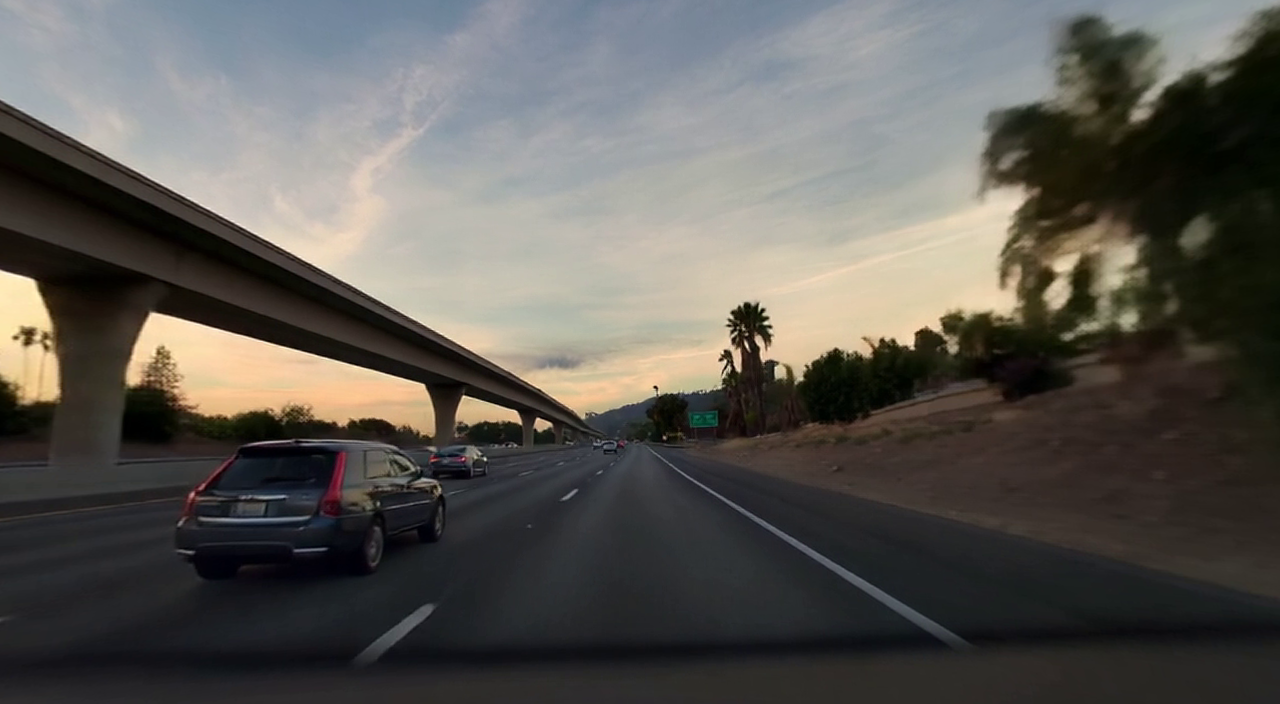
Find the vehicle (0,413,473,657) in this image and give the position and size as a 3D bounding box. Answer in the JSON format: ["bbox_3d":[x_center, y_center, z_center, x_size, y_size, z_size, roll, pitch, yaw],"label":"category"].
[{"bbox_3d":[-3.302,1.490,6.336,1.978,1.499,4.695,0,-9,0],"label":"vehicle"}]
